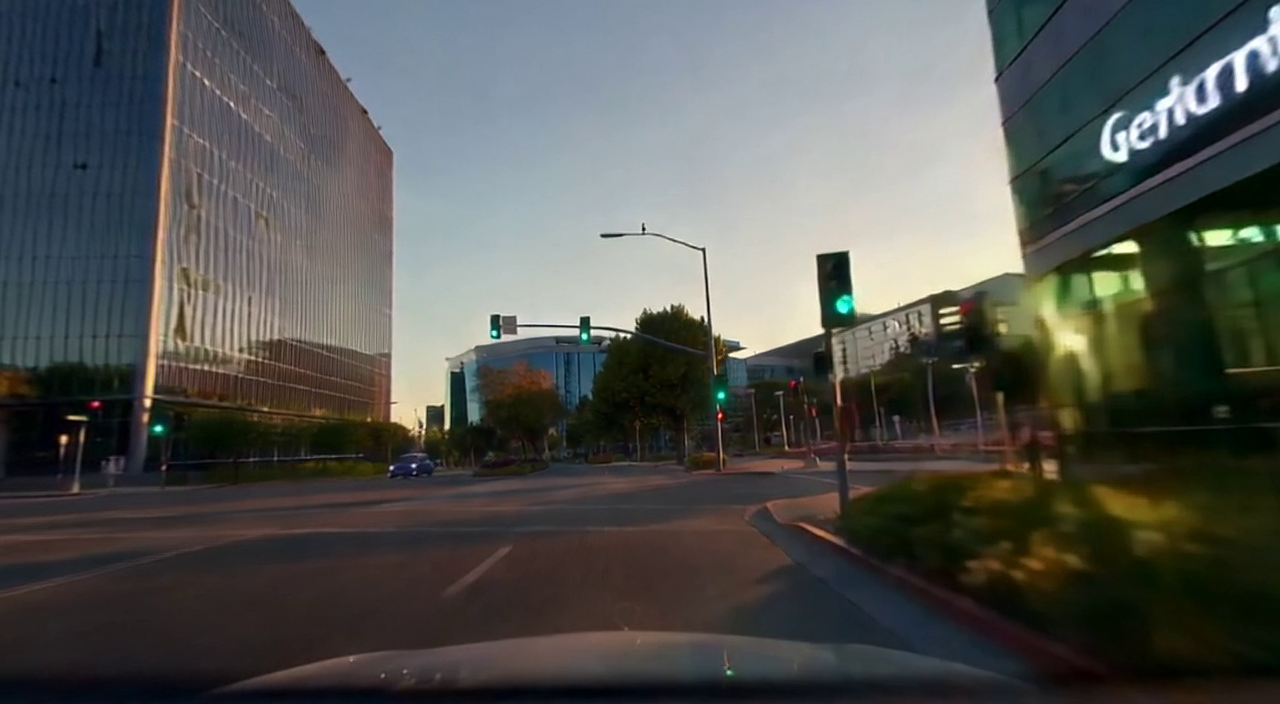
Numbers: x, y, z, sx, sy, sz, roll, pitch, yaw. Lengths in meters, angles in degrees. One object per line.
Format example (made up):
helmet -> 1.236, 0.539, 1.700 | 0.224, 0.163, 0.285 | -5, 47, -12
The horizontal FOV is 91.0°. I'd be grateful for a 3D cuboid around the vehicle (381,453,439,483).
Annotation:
vehicle -> -12.866, 6.486, 35.551 | 1.906, 1.502, 4.396 | 1, -9, -5
